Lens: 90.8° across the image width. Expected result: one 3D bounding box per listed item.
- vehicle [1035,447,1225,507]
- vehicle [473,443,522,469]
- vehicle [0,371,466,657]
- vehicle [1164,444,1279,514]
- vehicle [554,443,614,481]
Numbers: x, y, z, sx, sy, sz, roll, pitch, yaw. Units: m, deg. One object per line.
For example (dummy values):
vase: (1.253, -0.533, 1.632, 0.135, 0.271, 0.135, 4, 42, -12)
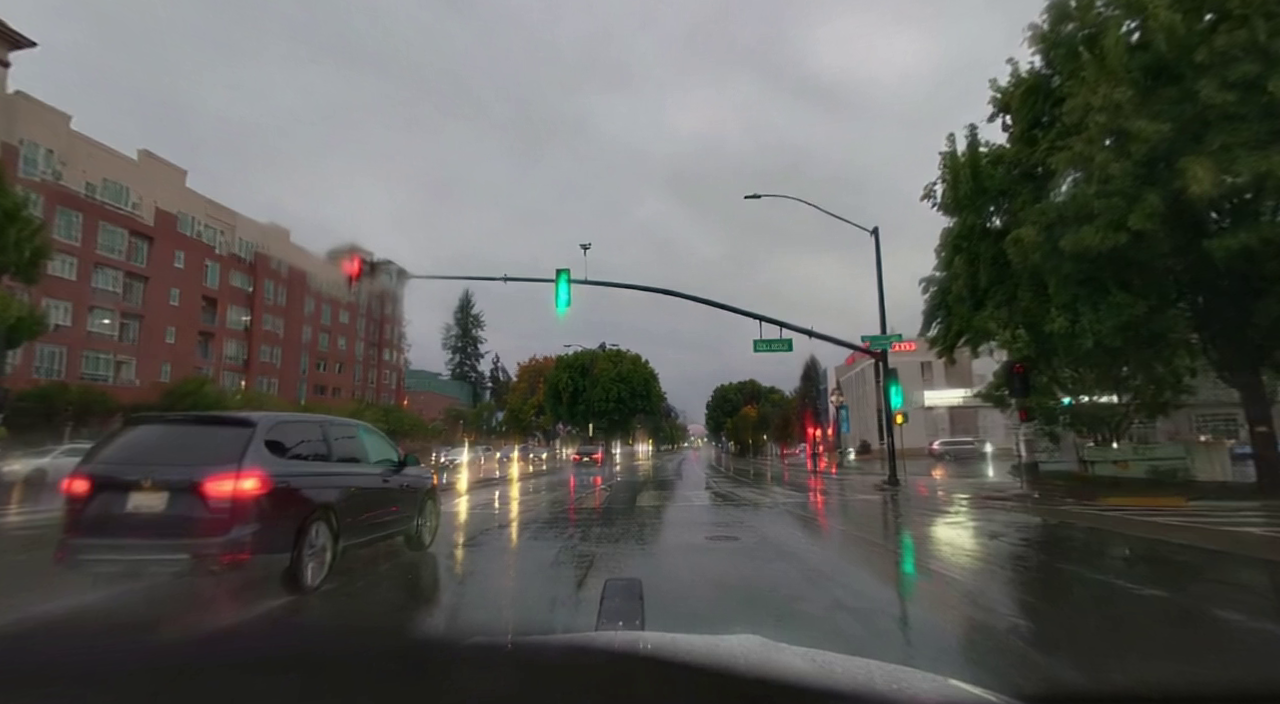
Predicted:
vehicle: (13.758, 3.391, 17.702, 5.074, 1.442, 2.216, 4, -10, -28)
vehicle: (-10.069, 7.384, 45.082, 2.016, 1.710, 4.734, -1, -9, 5)
vehicle: (-3.770, 1.412, 6.630, 2.305, 1.833, 4.912, -1, -9, 2)
vehicle: (15.051, 2.950, 15.178, 4.668, 1.467, 2.103, 5, -10, -29)
vehicle: (-2.435, 4.923, 28.614, 1.976, 1.571, 4.649, -1, -9, 4)
